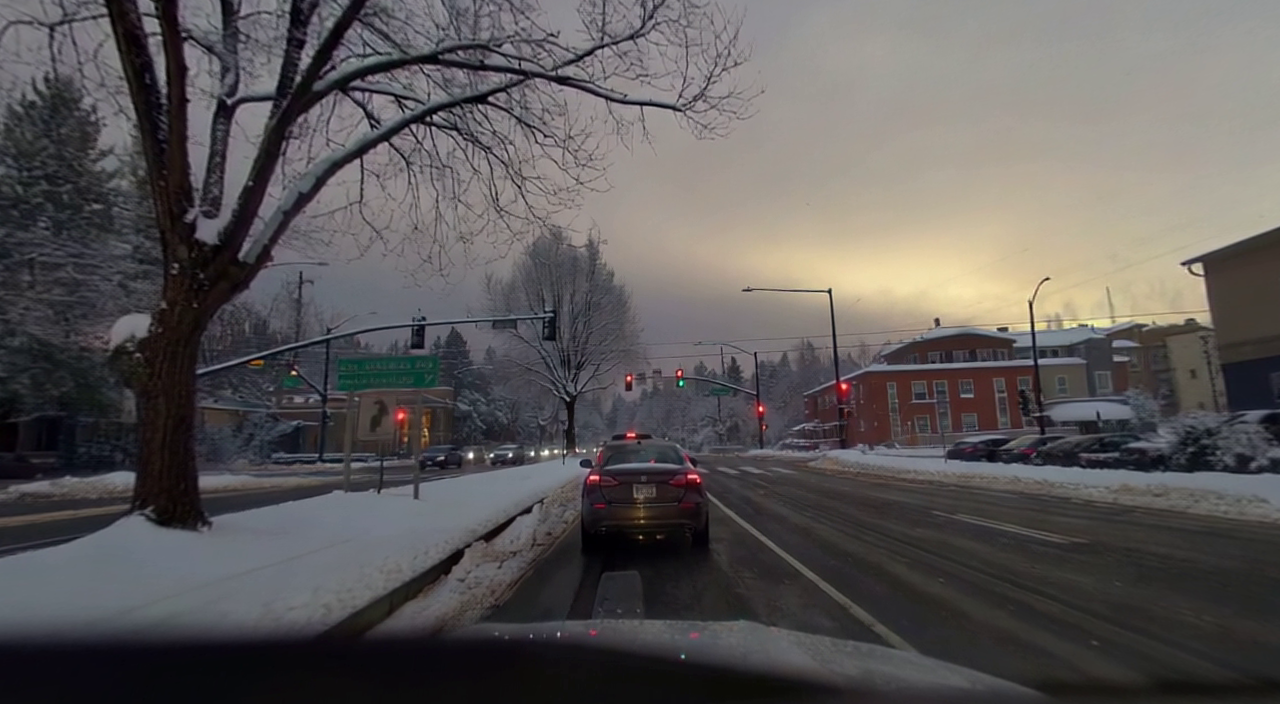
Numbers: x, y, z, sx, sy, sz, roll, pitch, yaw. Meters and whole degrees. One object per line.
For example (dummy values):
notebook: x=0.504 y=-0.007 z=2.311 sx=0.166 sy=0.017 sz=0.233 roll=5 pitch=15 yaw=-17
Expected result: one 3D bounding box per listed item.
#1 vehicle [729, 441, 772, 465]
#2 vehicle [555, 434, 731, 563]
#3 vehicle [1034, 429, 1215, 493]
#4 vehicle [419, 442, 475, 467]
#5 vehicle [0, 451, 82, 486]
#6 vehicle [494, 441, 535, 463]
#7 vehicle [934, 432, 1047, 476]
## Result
vehicle: x=6.993 y=6.448 z=40.336 sx=1.932 sy=1.439 sz=4.159 roll=0 pitch=-9 yaw=-1
vehicle: x=-0.072 y=1.988 z=9.311 sx=2.010 sy=1.447 sz=4.121 roll=0 pitch=-9 yaw=-3
vehicle: x=13.074 y=2.962 z=17.370 sx=1.859 sy=1.525 sz=3.948 roll=0 pitch=-9 yaw=1
vehicle: x=-12.219 y=6.522 z=40.058 sx=2.125 sy=1.495 sz=4.308 roll=0 pitch=-9 yaw=1
vehicle: x=-27.356 y=5.069 z=27.564 sx=1.773 sy=1.438 sz=4.268 roll=0 pitch=-9 yaw=2
vehicle: x=-8.817 y=7.045 z=44.505 sx=1.994 sy=1.474 sz=4.411 roll=0 pitch=-9 yaw=0
vehicle: x=13.076 y=3.823 z=23.808 sx=1.887 sy=1.504 sz=3.898 roll=0 pitch=-9 yaw=-2
